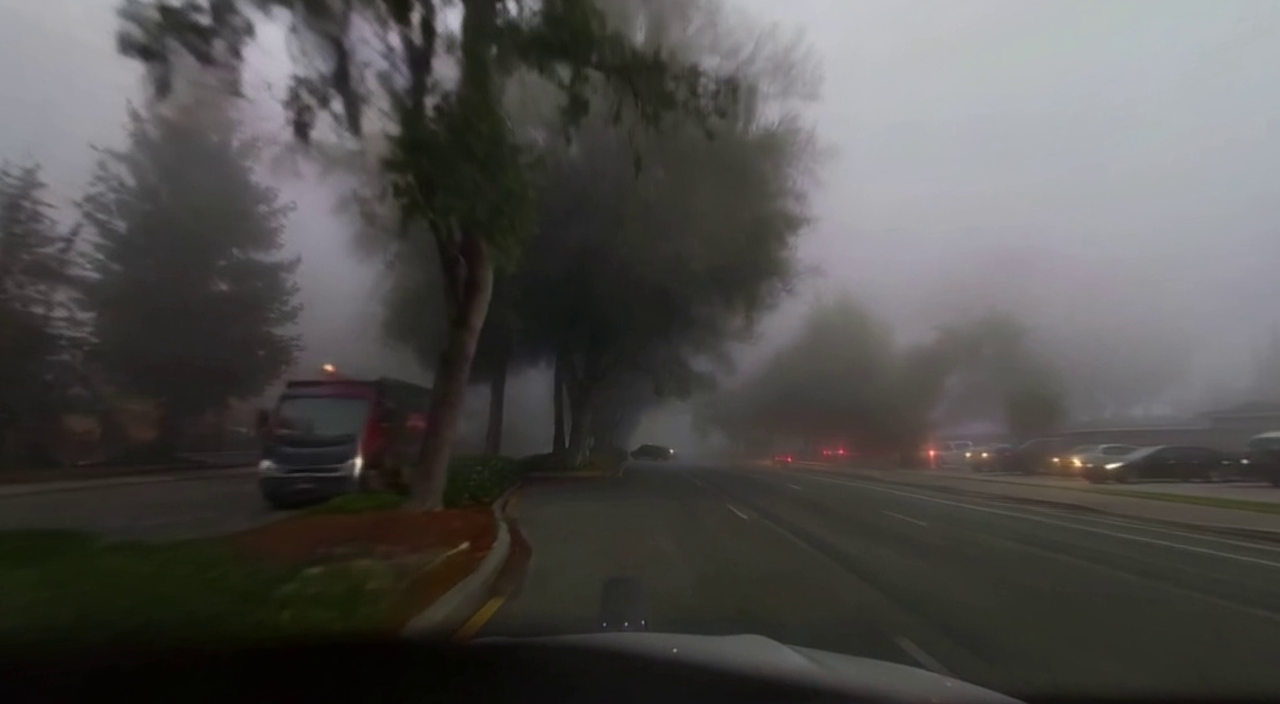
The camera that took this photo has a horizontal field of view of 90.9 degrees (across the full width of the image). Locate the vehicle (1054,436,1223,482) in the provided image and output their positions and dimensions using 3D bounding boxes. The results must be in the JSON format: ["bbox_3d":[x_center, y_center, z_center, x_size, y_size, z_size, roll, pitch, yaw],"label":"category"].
[{"bbox_3d":[21.363,4.589,27.186,5.374,1.825,2.157,0,-8,0],"label":"vehicle"}]

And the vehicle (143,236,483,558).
[{"bbox_3d":[-4.202,0.712,9.157,3.008,3.786,3.422,0,-8,-3],"label":"vehicle"}]
